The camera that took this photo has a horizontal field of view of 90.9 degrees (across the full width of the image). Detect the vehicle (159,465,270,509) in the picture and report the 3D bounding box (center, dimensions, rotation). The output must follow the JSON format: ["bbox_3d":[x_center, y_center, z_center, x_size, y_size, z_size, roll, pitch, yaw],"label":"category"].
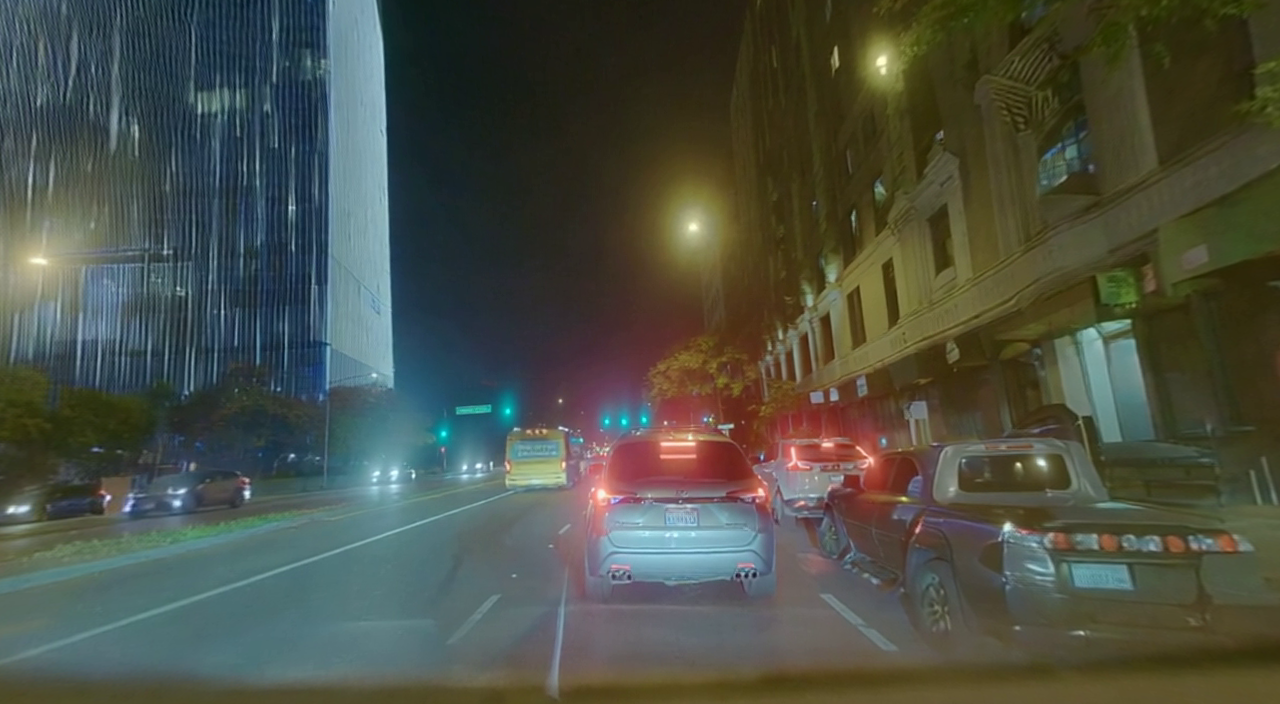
[{"bbox_3d":[-18.975,6.009,28.367,1.964,1.686,4.144,0,-9,2],"label":"vehicle"}]

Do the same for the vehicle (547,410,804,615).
[{"bbox_3d":[0.229,1.553,6.895,2.045,1.608,3.573,0,-9,-2],"label":"vehicle"}]

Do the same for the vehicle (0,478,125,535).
[{"bbox_3d":[-22.681,5.799,24.064,1.975,1.698,4.715,0,-9,1],"label":"vehicle"}]

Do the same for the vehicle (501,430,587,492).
[{"bbox_3d":[-3.187,3.769,22.173,2.175,1.919,5.223,0,-9,0],"label":"vehicle"}]

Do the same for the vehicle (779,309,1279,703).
[{"bbox_3d":[2.728,1.098,4.921,2.117,1.855,4.794,0,-9,-1],"label":"vehicle"}]

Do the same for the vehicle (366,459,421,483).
[{"bbox_3d":[-19.120,9.229,49.158,2.274,1.708,4.863,0,-9,1],"label":"vehicle"}]
